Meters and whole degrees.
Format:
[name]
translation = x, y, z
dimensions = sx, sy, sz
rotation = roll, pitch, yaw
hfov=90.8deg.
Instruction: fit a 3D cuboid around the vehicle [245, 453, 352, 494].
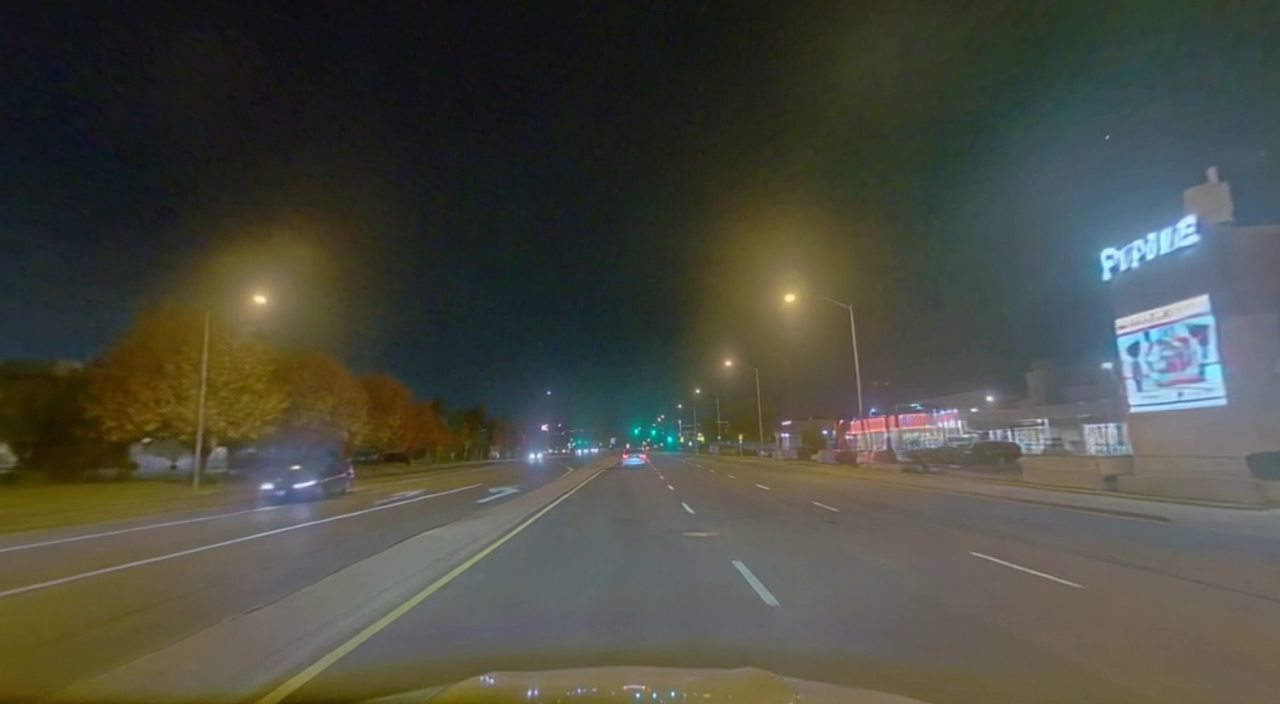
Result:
[vehicle]
translation = -14.370, 5.117, 26.978
dimensions = 1.896, 1.485, 4.655
rotation = 0, -8, 1
